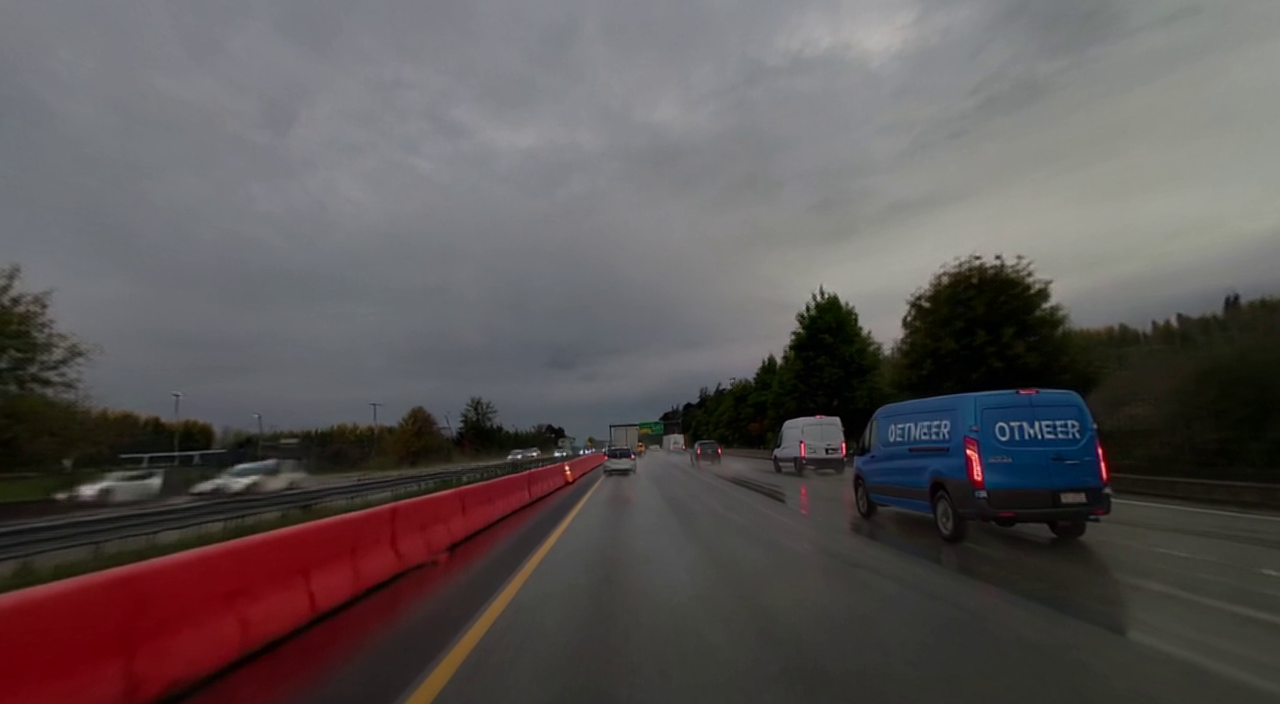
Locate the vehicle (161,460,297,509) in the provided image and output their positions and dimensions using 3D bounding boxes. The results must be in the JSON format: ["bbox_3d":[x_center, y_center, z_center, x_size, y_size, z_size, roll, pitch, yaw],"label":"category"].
[{"bbox_3d":[-14.624,4.714,22.776,1.876,1.451,4.620,0,-9,-1],"label":"vehicle"}]

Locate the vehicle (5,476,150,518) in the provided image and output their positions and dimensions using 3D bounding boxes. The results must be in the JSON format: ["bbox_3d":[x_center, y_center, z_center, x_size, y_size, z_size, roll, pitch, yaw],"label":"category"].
[{"bbox_3d":[-22.137,5.705,25.046,1.889,1.501,4.156,0,-11,0],"label":"vehicle"}]

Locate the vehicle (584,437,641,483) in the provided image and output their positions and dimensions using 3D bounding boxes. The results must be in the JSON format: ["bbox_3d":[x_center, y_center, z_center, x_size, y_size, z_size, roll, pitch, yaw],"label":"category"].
[{"bbox_3d":[-1.066,4.227,24.902,2.100,1.636,3.620,0,-8,-2],"label":"vehicle"}]

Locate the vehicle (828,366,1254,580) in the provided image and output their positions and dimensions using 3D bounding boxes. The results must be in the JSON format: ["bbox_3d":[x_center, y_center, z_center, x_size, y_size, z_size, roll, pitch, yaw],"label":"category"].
[{"bbox_3d":[4.598,1.510,8.599,2.223,2.008,5.121,0,-8,-3],"label":"vehicle"}]
